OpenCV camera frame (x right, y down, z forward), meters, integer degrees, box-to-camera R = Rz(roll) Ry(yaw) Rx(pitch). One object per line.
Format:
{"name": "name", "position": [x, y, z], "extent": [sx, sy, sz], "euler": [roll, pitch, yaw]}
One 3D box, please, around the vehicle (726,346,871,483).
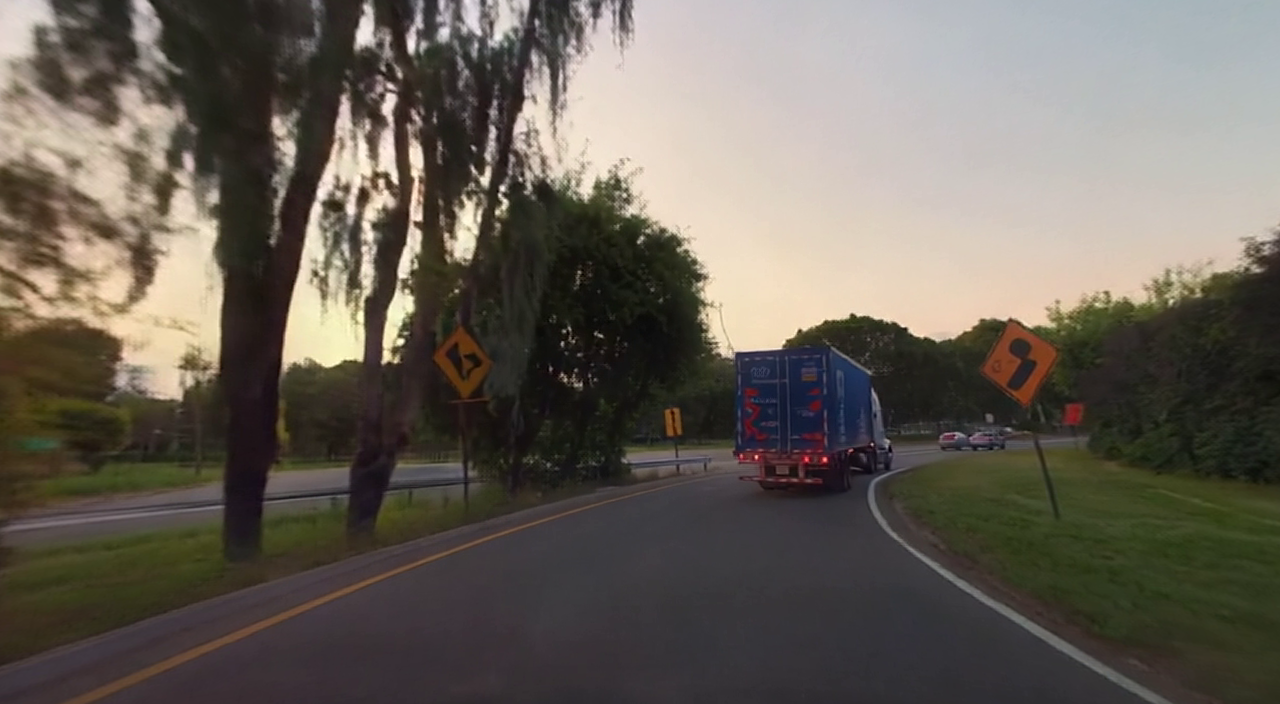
{"name": "vehicle", "position": [5.847, 2.293, 21.663], "extent": [2.937, 3.647, 9.344], "euler": [-4, -9, 25]}
